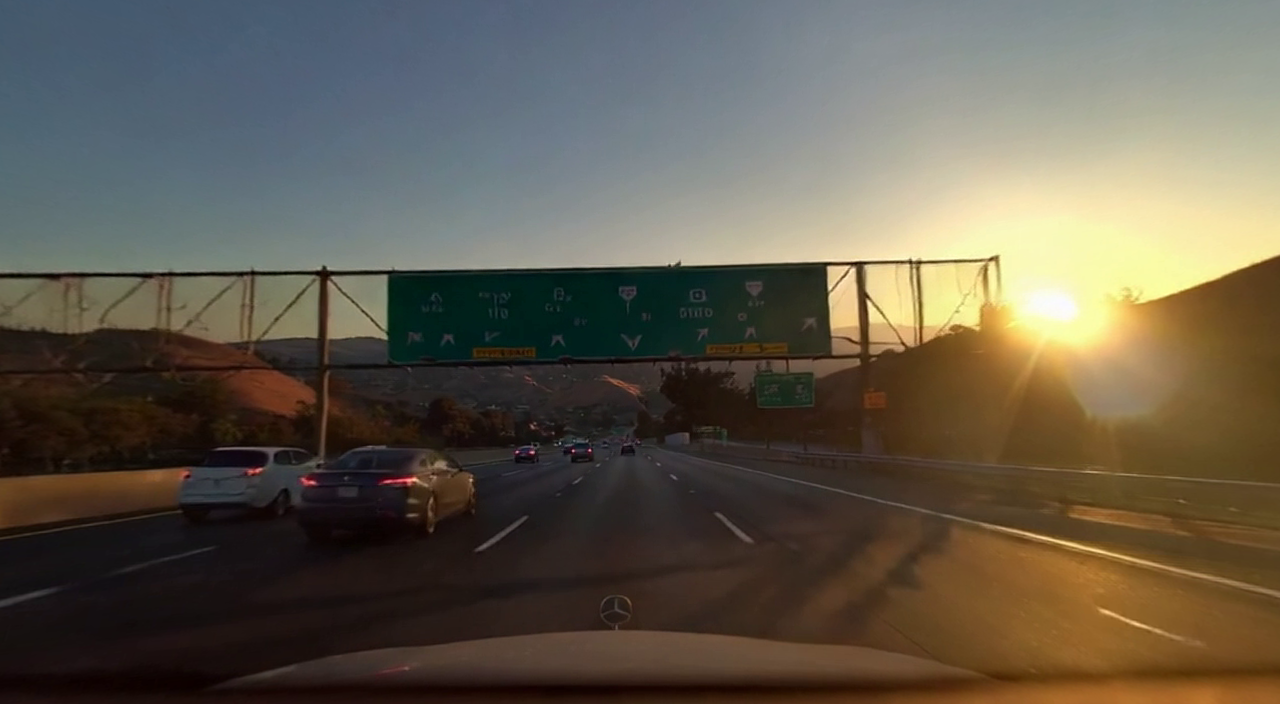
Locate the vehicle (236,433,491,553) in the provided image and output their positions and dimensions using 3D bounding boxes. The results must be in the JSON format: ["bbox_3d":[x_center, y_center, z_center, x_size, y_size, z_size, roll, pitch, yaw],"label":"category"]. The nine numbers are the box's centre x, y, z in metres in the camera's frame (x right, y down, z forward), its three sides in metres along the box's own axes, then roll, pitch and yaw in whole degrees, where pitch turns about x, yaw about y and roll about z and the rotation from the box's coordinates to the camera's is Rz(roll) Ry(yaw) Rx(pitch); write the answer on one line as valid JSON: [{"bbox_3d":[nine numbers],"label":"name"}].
[{"bbox_3d":[-4.041,2.113,10.325,2.044,1.479,4.745,0,-8,0],"label":"vehicle"}]

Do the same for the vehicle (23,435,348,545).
[{"bbox_3d":[-7.455,2.262,11.201,2.264,1.492,4.747,0,-8,0],"label":"vehicle"}]

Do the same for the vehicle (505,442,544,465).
[{"bbox_3d":[-8.180,7.168,44.853,1.924,1.519,4.791,0,-8,0],"label":"vehicle"}]
